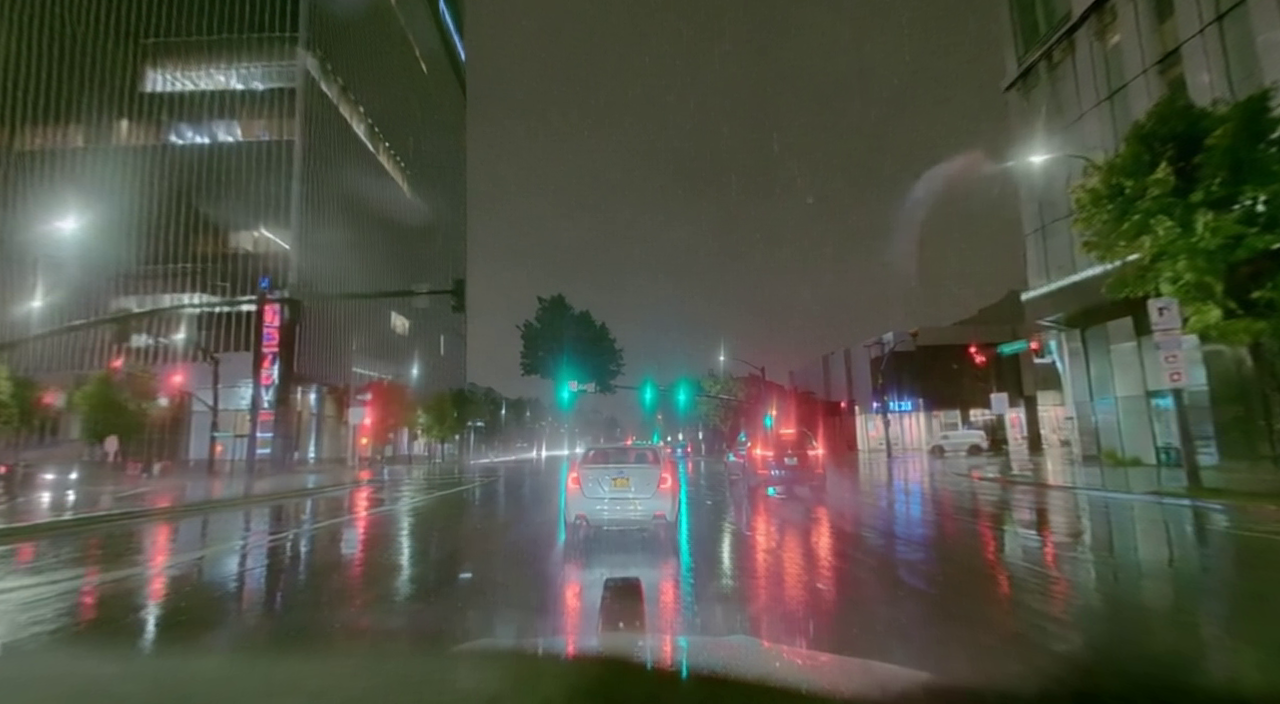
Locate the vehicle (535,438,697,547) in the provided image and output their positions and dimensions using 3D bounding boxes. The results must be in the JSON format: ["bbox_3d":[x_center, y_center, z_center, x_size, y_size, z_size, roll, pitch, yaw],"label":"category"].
[{"bbox_3d":[-0.352,2.142,10.419,2.144,1.398,3.963,1,-7,-1],"label":"vehicle"}]

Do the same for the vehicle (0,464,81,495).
[{"bbox_3d":[-34.826,7.165,35.542,4.470,1.556,2.231,0,-8,-3],"label":"vehicle"}]

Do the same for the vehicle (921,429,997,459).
[{"bbox_3d":[24.265,7.032,48.172,4.384,2.000,2.345,1,-14,-4],"label":"vehicle"}]

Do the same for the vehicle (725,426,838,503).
[{"bbox_3d":[3.645,2.954,17.138,2.078,1.799,4.089,1,-7,-1],"label":"vehicle"}]
